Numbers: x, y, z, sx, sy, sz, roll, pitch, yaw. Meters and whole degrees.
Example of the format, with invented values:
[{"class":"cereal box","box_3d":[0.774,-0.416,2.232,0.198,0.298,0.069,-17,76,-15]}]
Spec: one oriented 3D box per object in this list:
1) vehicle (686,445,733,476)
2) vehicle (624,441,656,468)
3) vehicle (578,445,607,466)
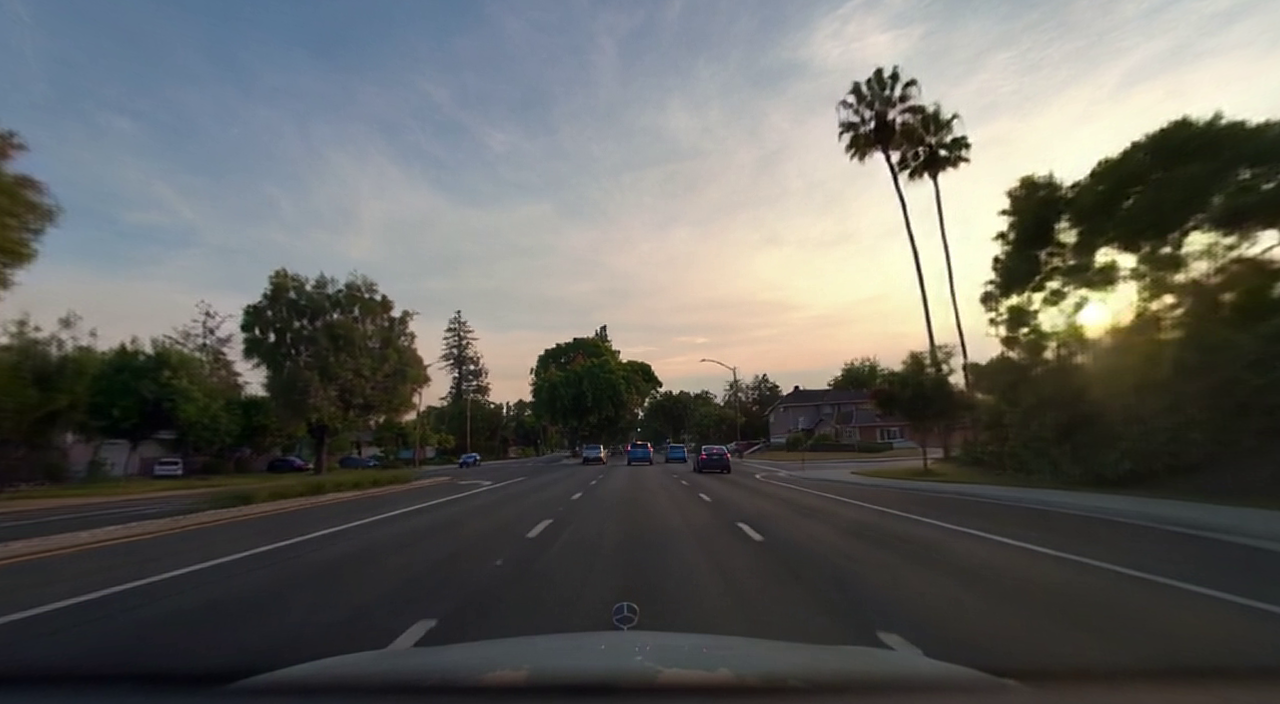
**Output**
[{"class":"vehicle","box_3d":[3.425,5.423,31.892,1.830,1.451,4.009,0,-8,-1]},{"class":"vehicle","box_3d":[-0.038,6.979,43.247,2.043,1.734,4.253,0,-8,-1]},{"class":"vehicle","box_3d":[-3.608,7.940,48.701,2.000,1.569,3.794,0,-8,-1]}]
